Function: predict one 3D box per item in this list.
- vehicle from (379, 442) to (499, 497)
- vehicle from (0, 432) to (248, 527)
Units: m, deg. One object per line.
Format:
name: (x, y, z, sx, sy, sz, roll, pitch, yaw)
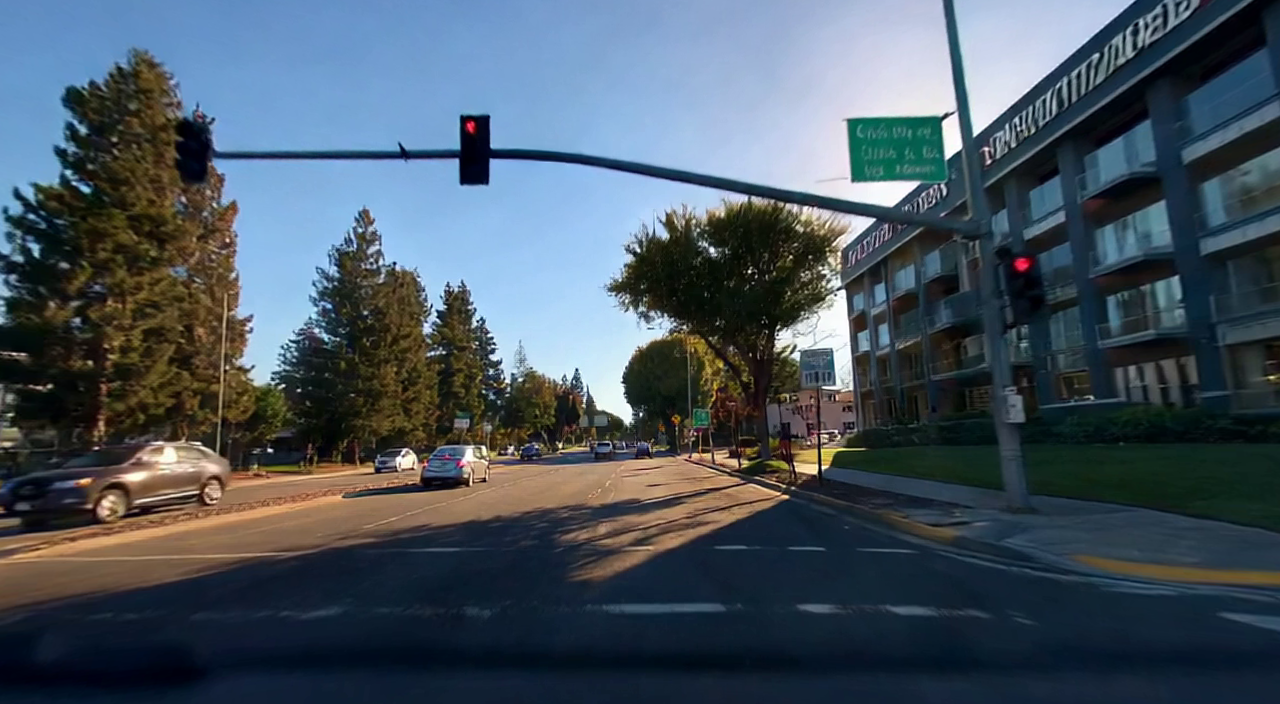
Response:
vehicle: (-5.787, 3.406, 18.780, 2.072, 1.427, 4.328, 0, -8, 1)
vehicle: (-11.008, 2.660, 13.728, 2.027, 1.707, 4.372, 0, -8, 1)
